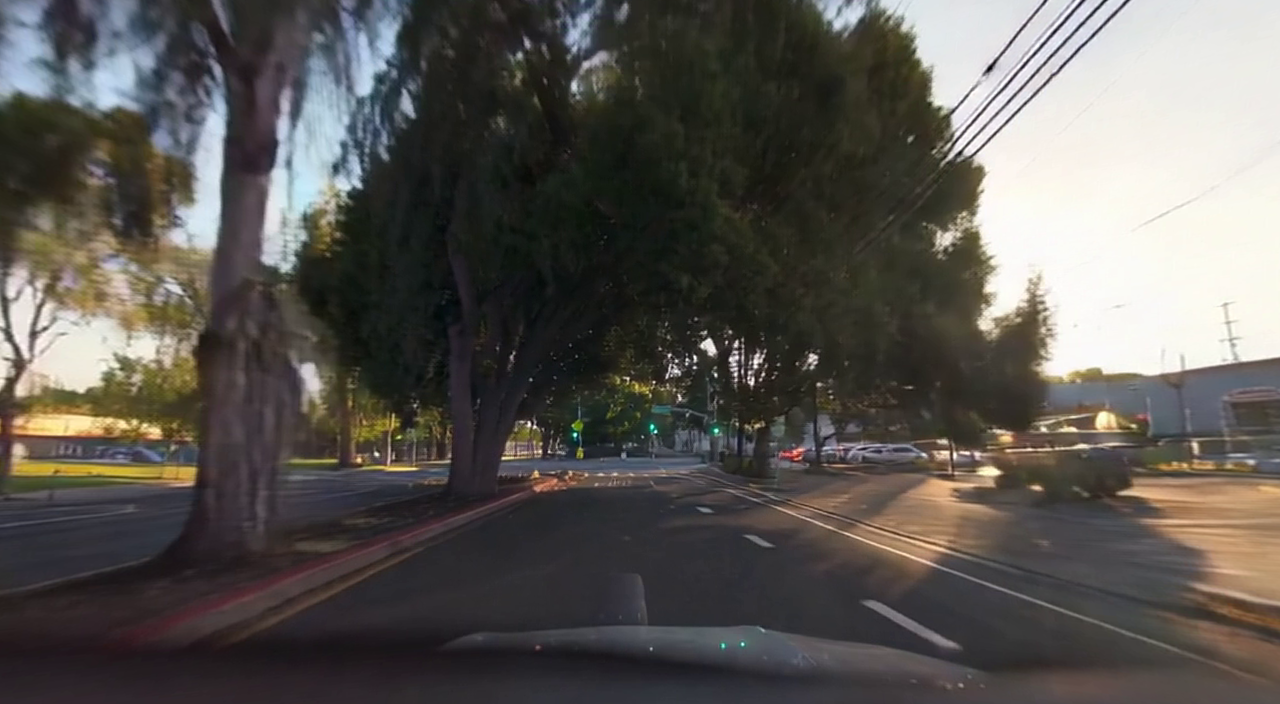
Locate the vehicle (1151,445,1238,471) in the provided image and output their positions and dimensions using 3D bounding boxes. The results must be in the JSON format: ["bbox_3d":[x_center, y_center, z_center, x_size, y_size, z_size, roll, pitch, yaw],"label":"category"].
[{"bbox_3d":[41.268,7.903,47.114,4.406,1.781,2.092,0,-10,1],"label":"vehicle"}]

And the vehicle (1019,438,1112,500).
[{"bbox_3d":[14.391,3.971,21.654,2.086,1.845,4.694,-5,-11,28],"label":"vehicle"}]

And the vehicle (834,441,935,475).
[{"bbox_3d":[14.110,6.151,36.712,4.996,1.720,2.027,1,-9,2],"label":"vehicle"}]
